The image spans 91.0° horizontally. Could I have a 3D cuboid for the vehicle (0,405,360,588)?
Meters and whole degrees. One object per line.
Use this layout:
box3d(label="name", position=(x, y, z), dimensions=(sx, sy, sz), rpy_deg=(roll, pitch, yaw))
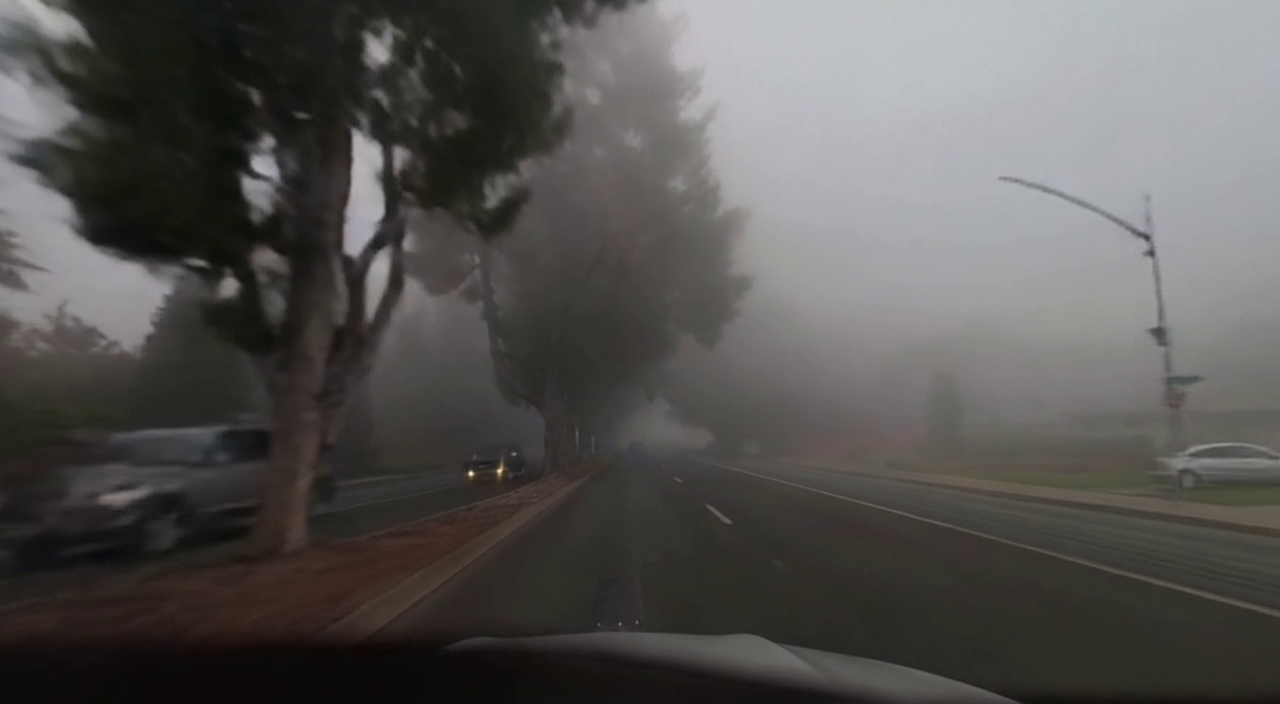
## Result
box3d(label="vehicle", position=(-6.186, 1.844, 8.891), dimensions=(2.071, 1.823, 4.799), rpy_deg=(-2, -9, 2))

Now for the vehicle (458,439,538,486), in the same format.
box3d(label="vehicle", position=(-5.307, 4.168, 24.078), dimensions=(1.935, 1.521, 4.314), rpy_deg=(-3, -9, 1))

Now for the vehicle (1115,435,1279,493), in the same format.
box3d(label="vehicle", position=(15.518, 2.917, 16.580), dimensions=(4.500, 1.390, 1.864), rpy_deg=(0, -8, -1))
